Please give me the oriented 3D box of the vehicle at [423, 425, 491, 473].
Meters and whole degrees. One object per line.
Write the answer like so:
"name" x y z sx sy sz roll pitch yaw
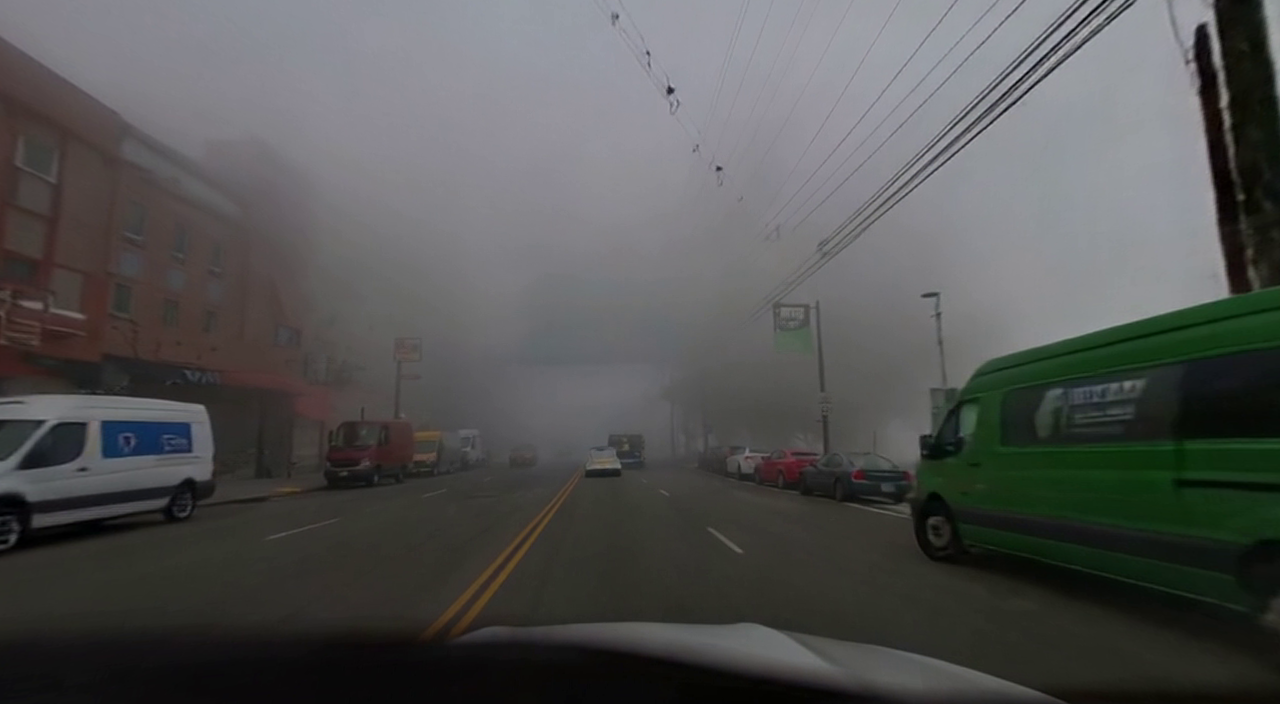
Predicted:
"vehicle" -11.258 6.048 39.402 2.724 2.739 5.663 0 -9 -3

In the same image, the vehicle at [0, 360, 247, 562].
"vehicle" -10.009 1.886 11.228 2.398 2.723 5.816 0 -9 -2

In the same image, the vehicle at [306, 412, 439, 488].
"vehicle" -10.356 3.907 25.284 2.964 2.597 6.437 1 -9 -5

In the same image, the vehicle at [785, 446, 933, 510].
"vehicle" 5.537 3.223 16.722 1.921 1.430 4.455 1 -9 -6

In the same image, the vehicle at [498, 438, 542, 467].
"vehicle" -8.358 7.086 44.625 2.456 1.935 4.769 0 -9 -4

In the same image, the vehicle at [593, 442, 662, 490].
"vehicle" -0.466 3.839 21.674 2.112 1.464 4.411 0 -9 -2

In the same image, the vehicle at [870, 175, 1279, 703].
"vehicle" 4.465 0.699 4.848 2.492 2.720 6.884 0 -9 -3
